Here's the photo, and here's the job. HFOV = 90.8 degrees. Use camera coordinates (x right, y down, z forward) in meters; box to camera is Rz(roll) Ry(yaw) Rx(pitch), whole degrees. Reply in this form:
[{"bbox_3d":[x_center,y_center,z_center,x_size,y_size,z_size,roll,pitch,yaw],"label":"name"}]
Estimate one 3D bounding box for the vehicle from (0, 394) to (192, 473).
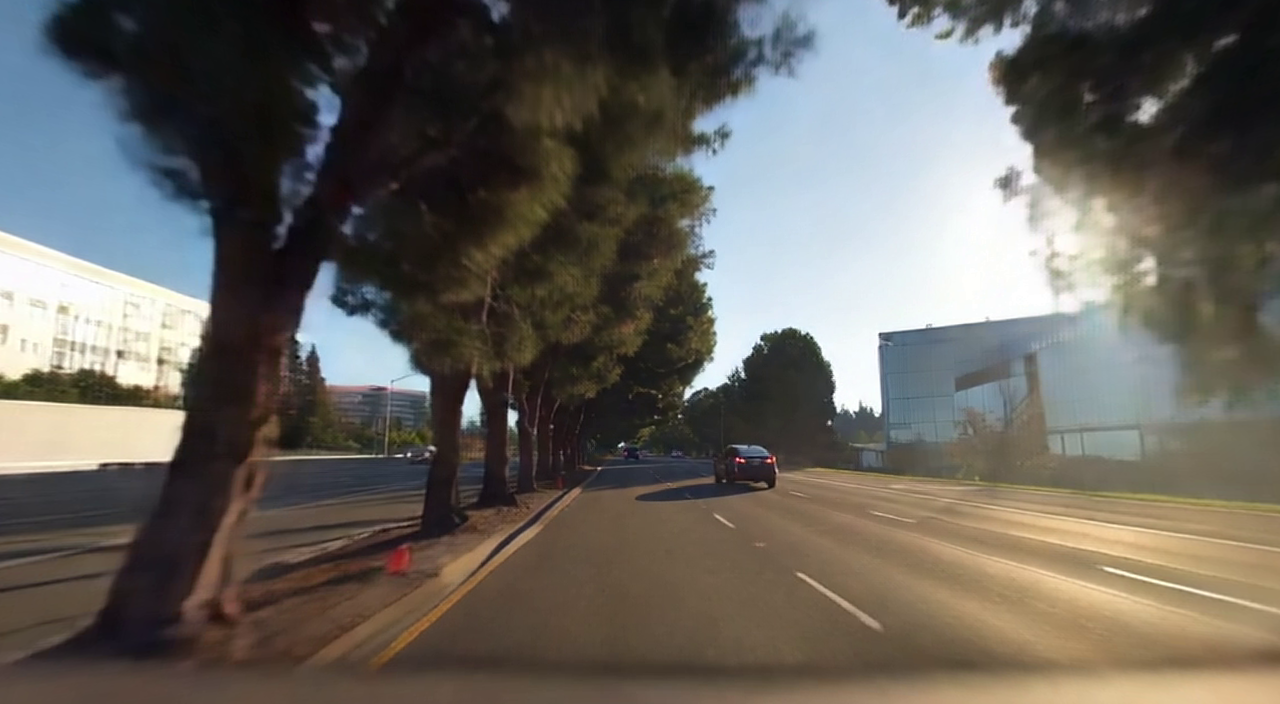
[{"bbox_3d":[-36.560,4.946,37.699,3.270,4.373,16.531,-4,-9,22],"label":"vehicle"}]
